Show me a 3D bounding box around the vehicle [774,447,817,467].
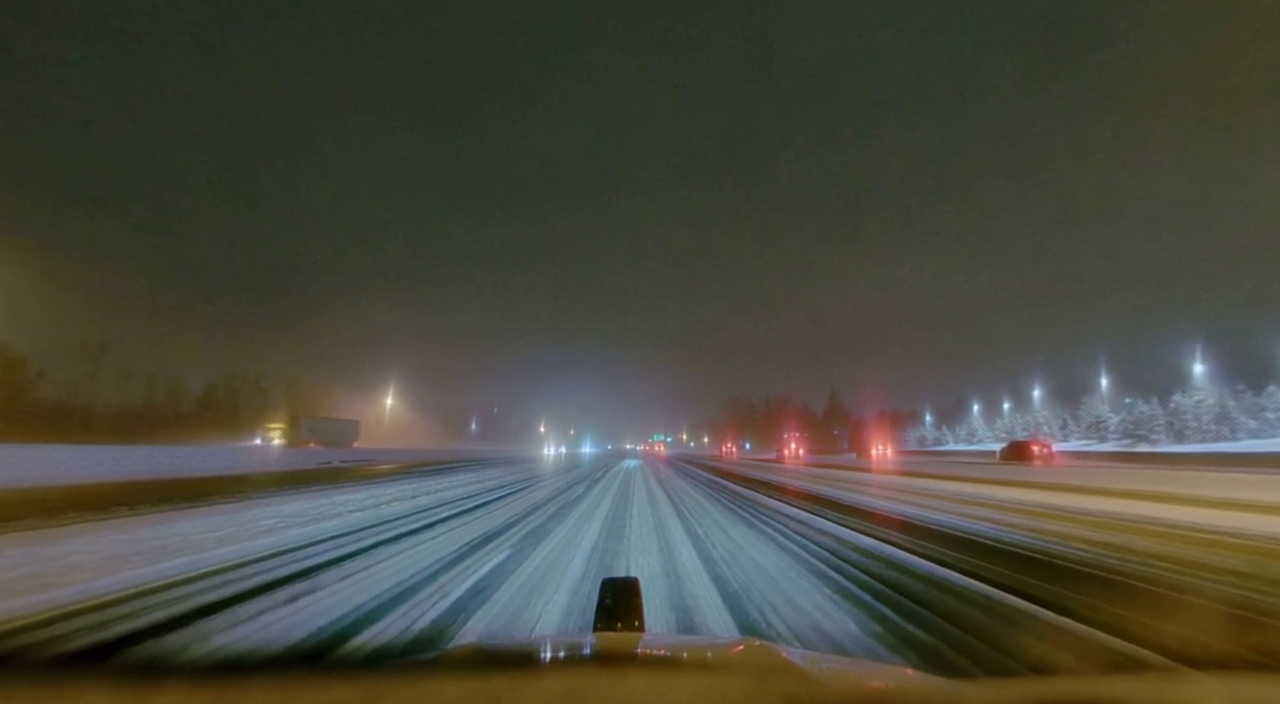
[{"bbox_3d":[12.126,8.174,49.341,2.017,1.478,4.364,0,-8,-3],"label":"vehicle"}]

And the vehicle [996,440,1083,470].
[{"bbox_3d":[26.388,6.819,41.855,2.074,1.881,5.056,1,-8,-5],"label":"vehicle"}]
